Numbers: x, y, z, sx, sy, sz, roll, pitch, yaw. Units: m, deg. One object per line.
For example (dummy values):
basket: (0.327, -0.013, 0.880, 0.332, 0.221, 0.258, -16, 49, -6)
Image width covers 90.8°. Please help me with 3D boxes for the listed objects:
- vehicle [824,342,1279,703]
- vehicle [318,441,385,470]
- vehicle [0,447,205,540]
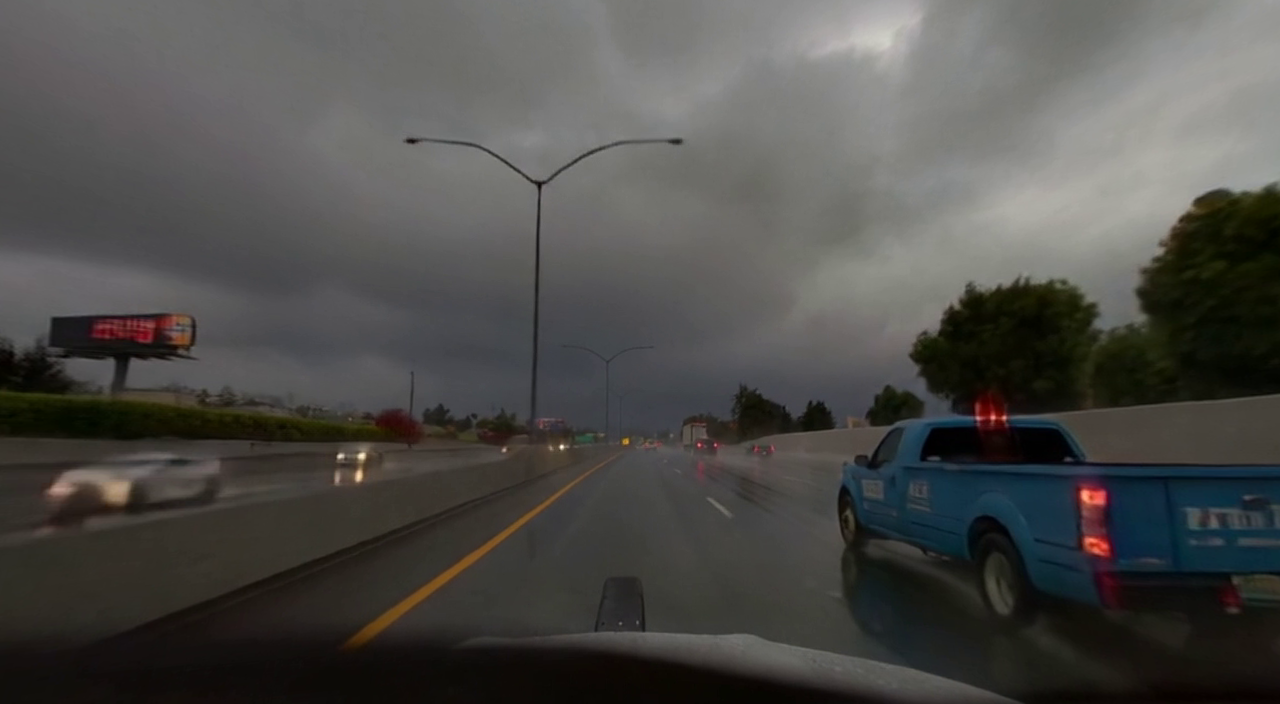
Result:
vehicle: (3.104, 1.121, 4.947, 1.973, 1.710, 4.476, 0, -8, 0)
vehicle: (-18.281, 6.578, 40.342, 1.894, 1.693, 5.000, 0, -9, 0)
vehicle: (-10.877, 2.605, 12.314, 1.834, 1.445, 4.127, 0, -8, 0)
